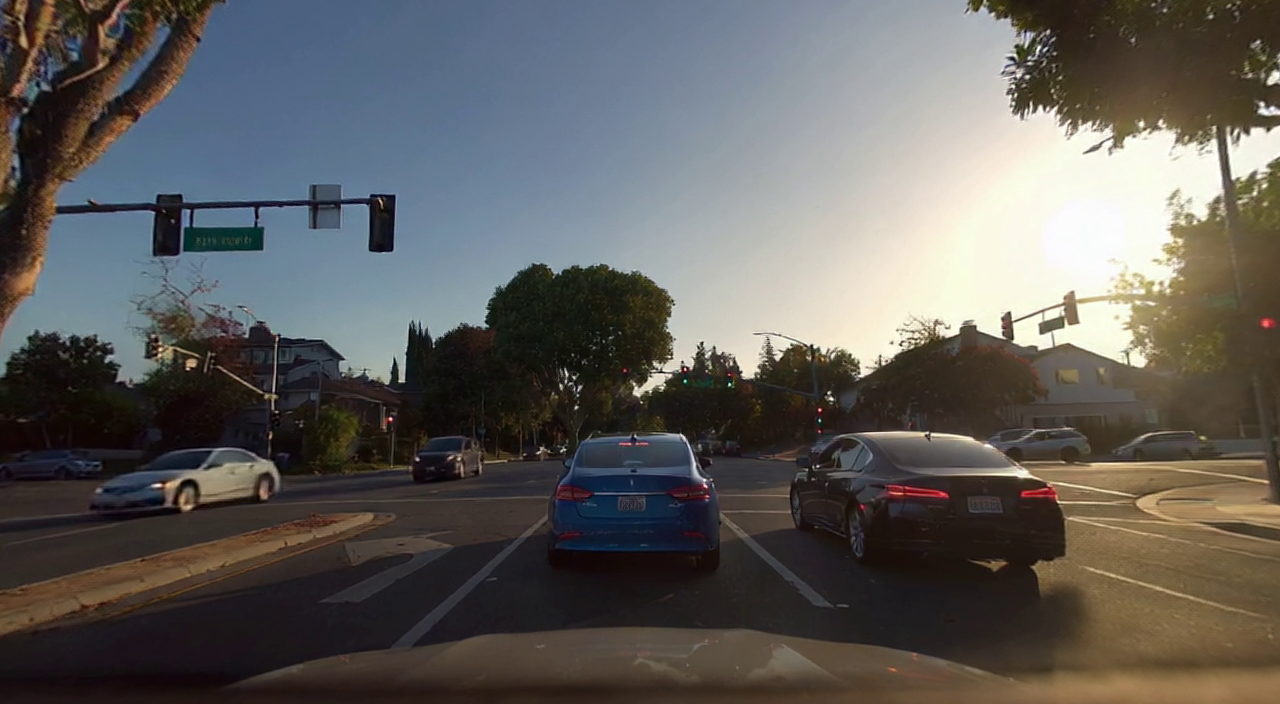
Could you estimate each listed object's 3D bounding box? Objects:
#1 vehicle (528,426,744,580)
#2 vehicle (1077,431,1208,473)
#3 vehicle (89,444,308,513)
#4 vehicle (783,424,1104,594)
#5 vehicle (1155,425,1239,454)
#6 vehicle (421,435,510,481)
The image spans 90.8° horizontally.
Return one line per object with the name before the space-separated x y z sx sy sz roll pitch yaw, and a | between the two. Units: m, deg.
vehicle | -0.054 1.779 8.262 2.103 1.478 4.073 0 -8 -1
vehicle | 23.988 4.774 30.286 4.520 1.762 2.005 -1 -8 -1
vehicle | -11.423 3.265 16.973 2.102 1.531 5.072 -1 -9 2
vehicle | 3.187 1.714 7.764 1.913 1.505 4.097 0 -8 0
vehicle | 41.703 6.580 47.336 4.388 2.079 1.960 0 -8 -3
vehicle | -7.441 4.580 27.608 2.383 1.779 4.973 0 -8 1
